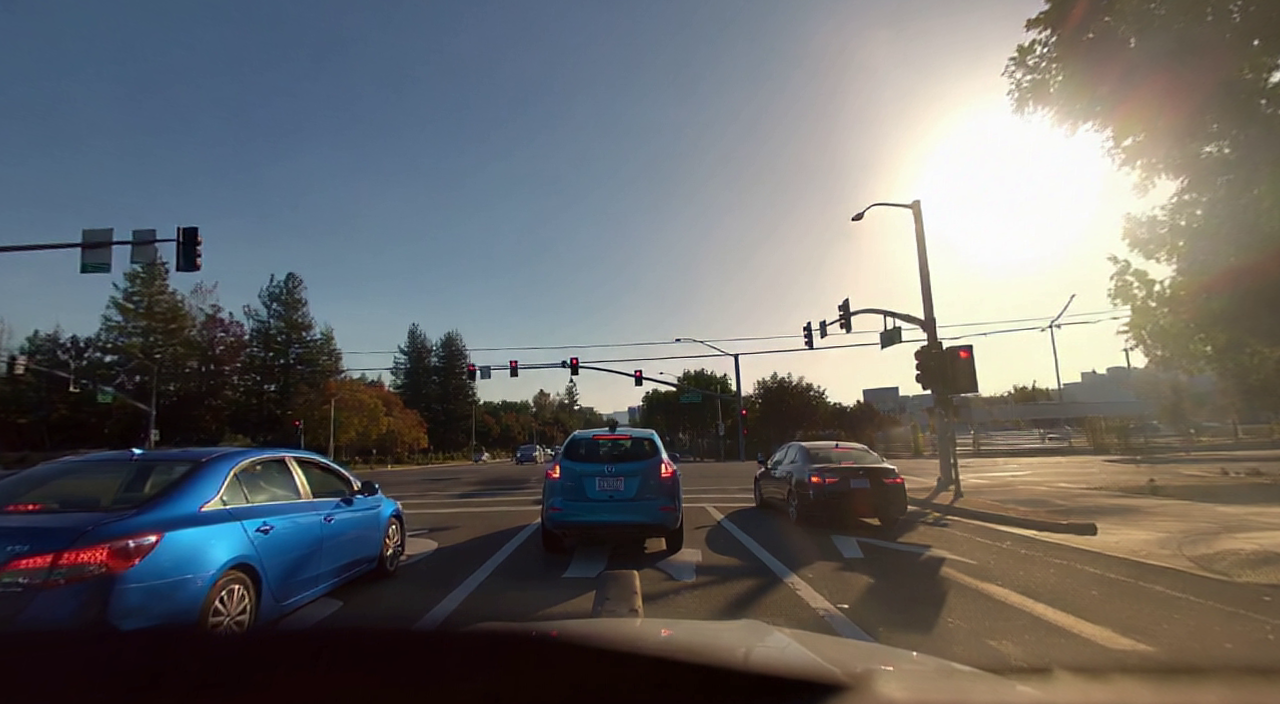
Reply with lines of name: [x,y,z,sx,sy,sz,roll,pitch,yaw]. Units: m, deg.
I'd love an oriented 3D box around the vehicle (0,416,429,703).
vehicle: [-3.577,1.387,5.336,2.052,1.472,4.479,0,-8,0]

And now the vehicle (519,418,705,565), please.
vehicle: [-0.345,1.826,8.962,2.038,1.599,3.844,0,-8,-1]

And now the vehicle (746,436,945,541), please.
vehicle: [3.274,2.255,11.160,1.970,1.449,4.433,0,-8,-1]
